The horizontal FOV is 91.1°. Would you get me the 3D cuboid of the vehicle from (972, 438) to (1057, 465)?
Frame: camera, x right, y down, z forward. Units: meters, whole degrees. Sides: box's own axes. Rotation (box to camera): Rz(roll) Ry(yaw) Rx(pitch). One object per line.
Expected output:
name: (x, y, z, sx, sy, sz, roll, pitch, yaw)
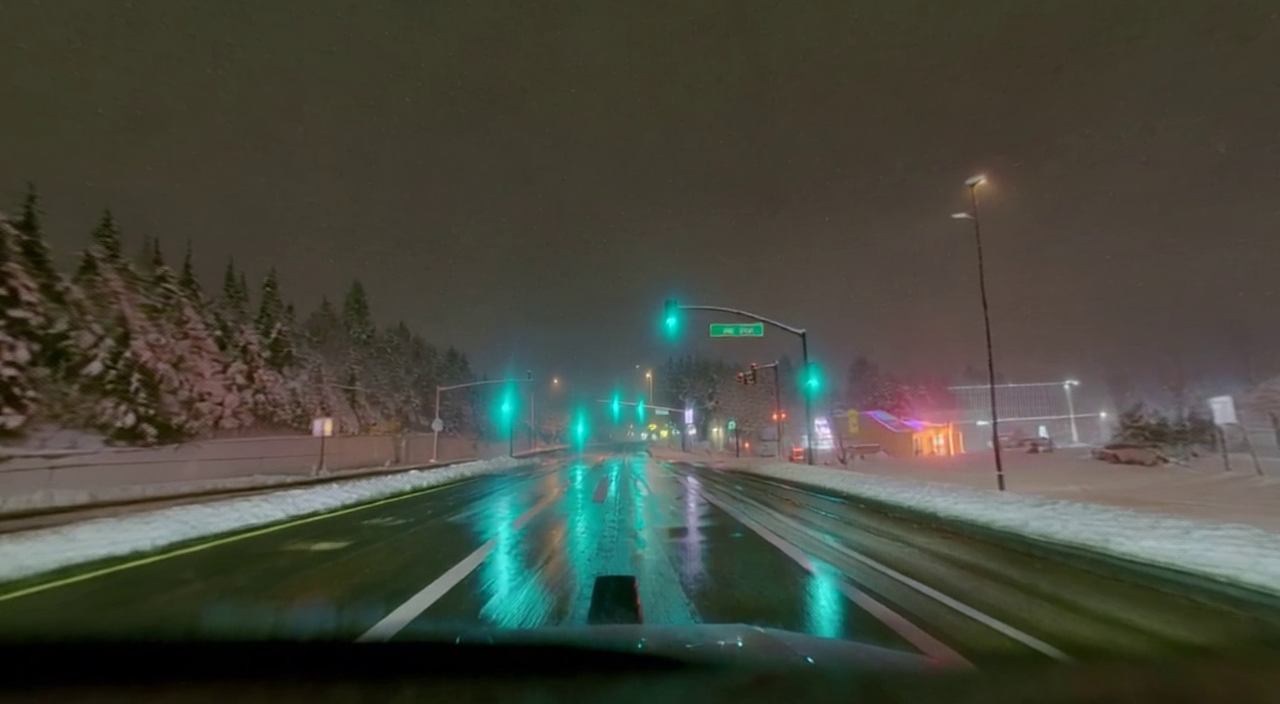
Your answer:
vehicle: (21.957, 5.849, 36.969, 1.717, 1.486, 3.824, 4, -10, -32)
